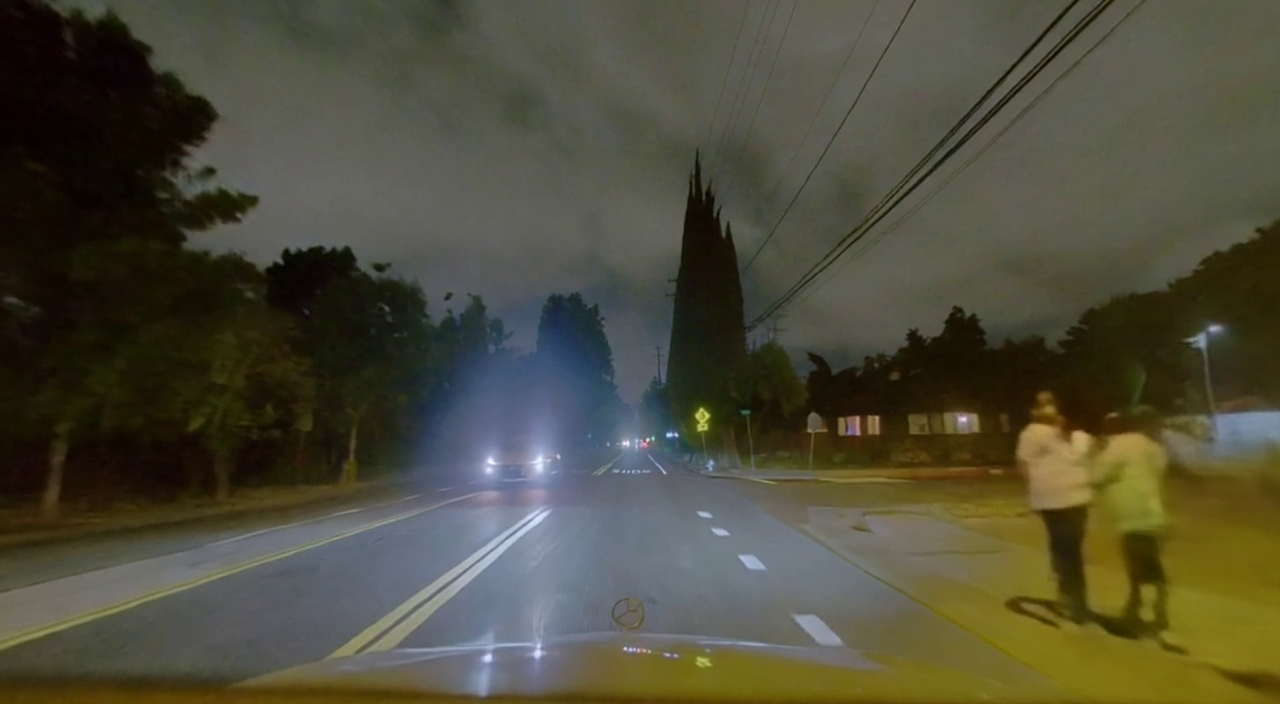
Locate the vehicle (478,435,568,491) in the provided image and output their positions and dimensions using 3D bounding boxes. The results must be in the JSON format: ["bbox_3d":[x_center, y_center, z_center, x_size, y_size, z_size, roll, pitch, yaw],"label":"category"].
[{"bbox_3d":[-4.051,3.968,22.850,2.267,1.768,4.911,0,-9,1],"label":"vehicle"}]
